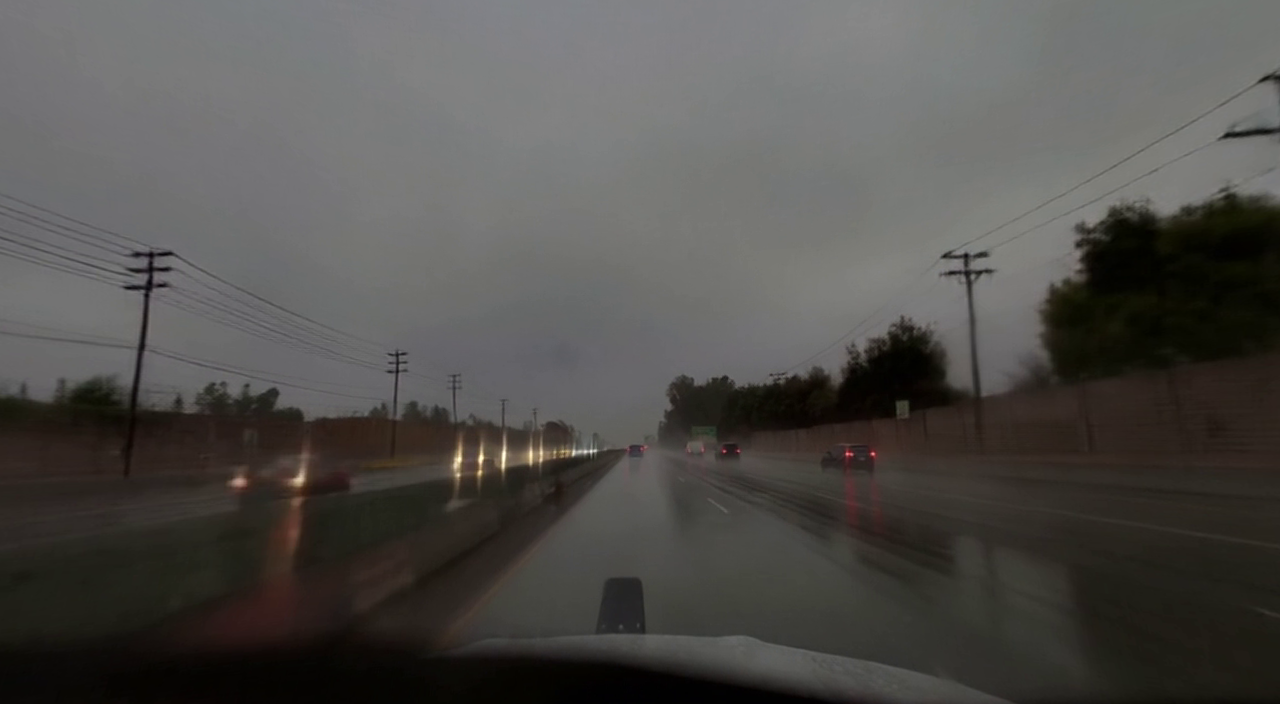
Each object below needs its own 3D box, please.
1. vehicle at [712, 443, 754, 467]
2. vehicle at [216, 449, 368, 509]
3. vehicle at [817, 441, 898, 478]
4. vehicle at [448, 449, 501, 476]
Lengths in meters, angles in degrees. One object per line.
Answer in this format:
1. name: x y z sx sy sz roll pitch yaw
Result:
1. vehicle: 6.336 7.090 43.648 2.069 1.520 4.614 0 -8 -1
2. vehicle: -9.880 3.600 18.456 1.896 1.499 4.497 0 -8 0
3. vehicle: 9.622 4.777 28.350 1.969 1.506 4.422 0 -8 -2
4. vehicle: -10.140 6.771 39.044 1.989 1.498 4.593 0 -9 0
